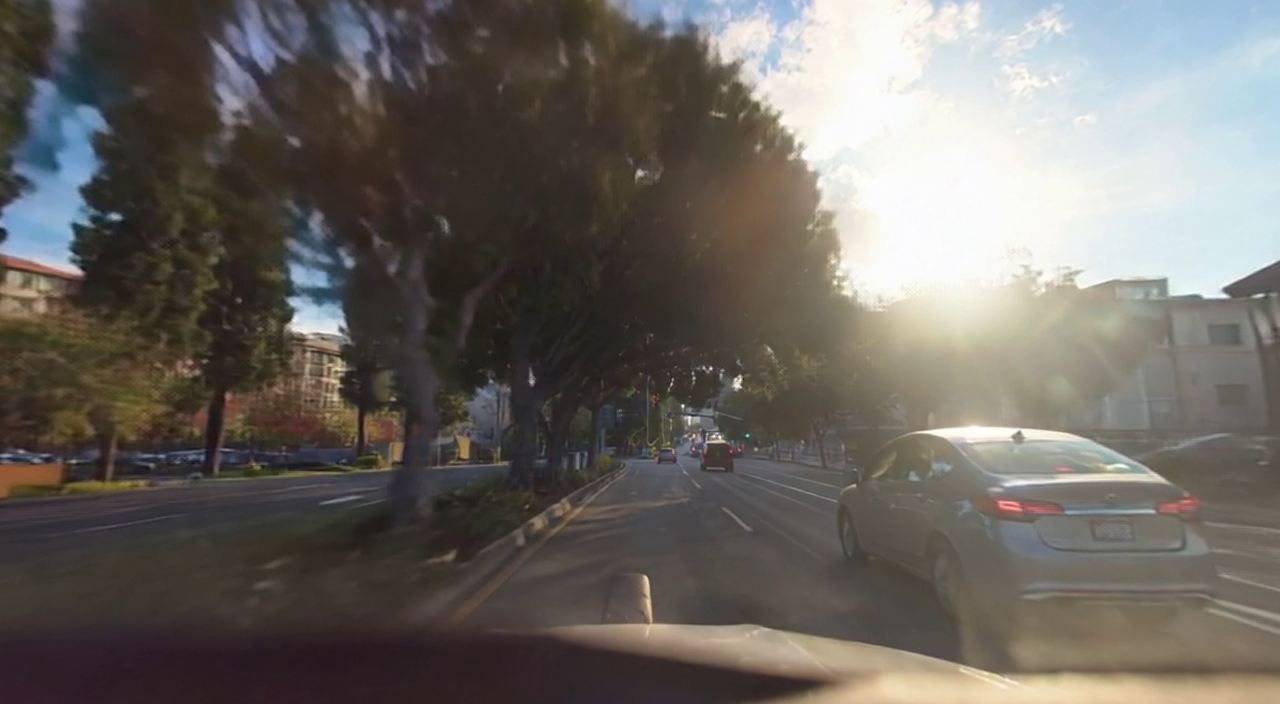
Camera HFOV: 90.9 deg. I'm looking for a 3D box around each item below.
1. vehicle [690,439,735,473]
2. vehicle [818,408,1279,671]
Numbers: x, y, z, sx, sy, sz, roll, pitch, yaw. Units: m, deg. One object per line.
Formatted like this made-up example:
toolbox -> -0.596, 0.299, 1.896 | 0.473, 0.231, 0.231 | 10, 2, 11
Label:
vehicle -> 4.193, 6.079, 37.095 | 2.154, 1.844, 4.634 | -1, -8, 1
vehicle -> 3.221, 1.477, 6.021 | 1.901, 1.634, 3.952 | -1, -8, 1
